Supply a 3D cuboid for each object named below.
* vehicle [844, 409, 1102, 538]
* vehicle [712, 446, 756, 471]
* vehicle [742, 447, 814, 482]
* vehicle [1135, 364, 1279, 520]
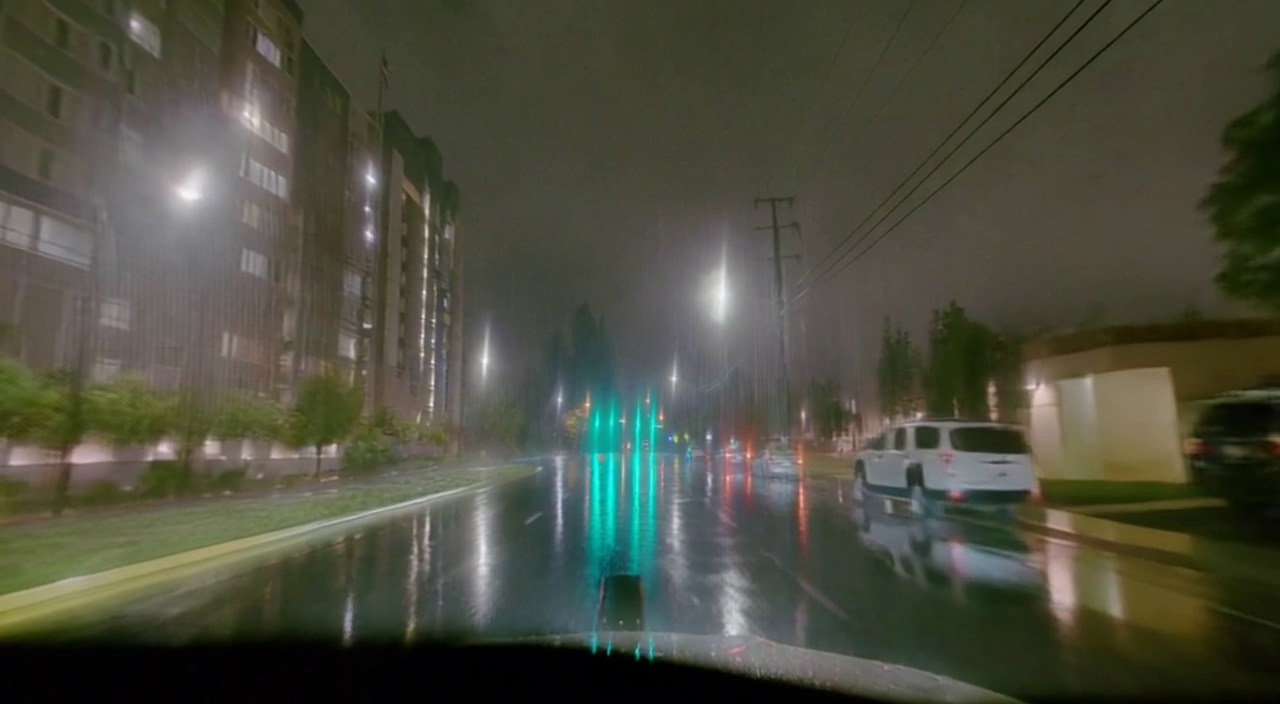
[{"bbox_3d":[6.315,2.405,13.268,2.267,2.037,6.240,-1,-9,3],"label":"vehicle"},{"bbox_3d":[5.967,6.790,40.555,1.944,1.478,4.885,0,-9,-2],"label":"vehicle"},{"bbox_3d":[6.068,5.011,28.452,2.013,1.408,5.011,0,-9,-1],"label":"vehicle"},{"bbox_3d":[11.841,1.604,11.335,1.794,2.637,4.533,-1,-9,-5],"label":"vehicle"}]
